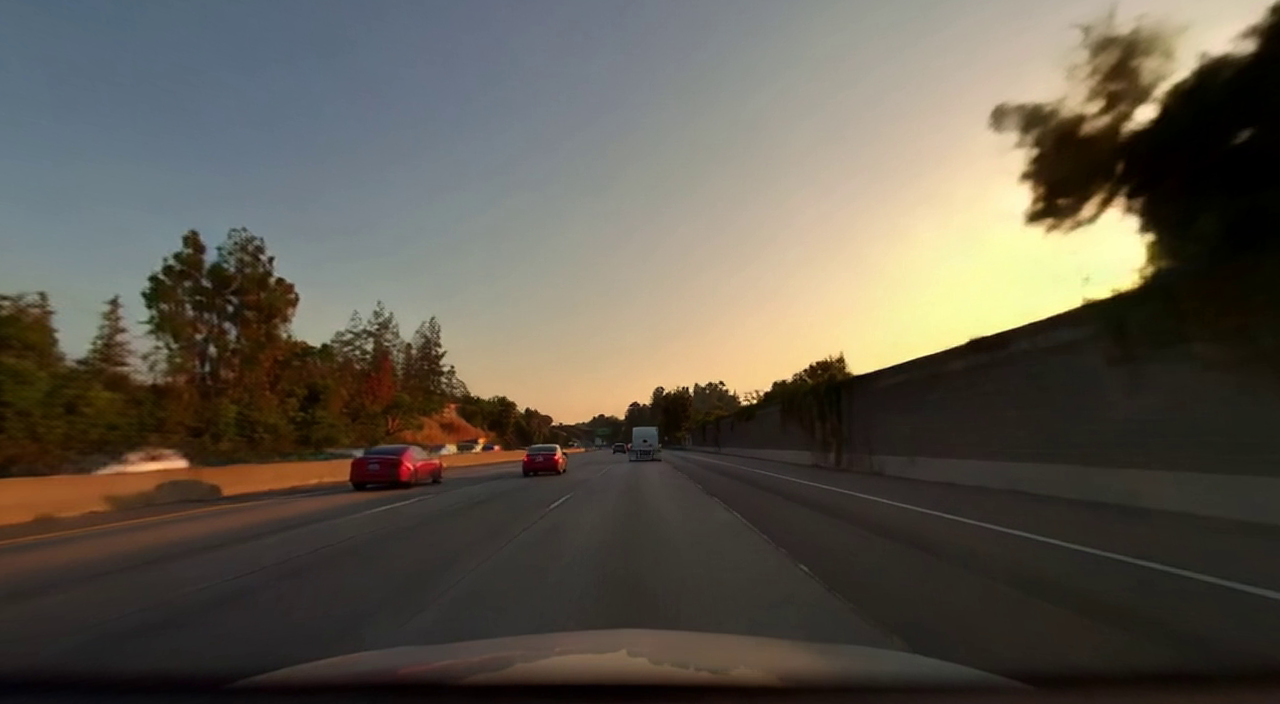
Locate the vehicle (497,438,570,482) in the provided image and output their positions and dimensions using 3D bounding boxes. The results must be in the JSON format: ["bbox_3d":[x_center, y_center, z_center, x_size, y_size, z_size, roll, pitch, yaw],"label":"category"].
[{"bbox_3d":[-3.961,4.089,24.164,2.000,1.512,4.371,0,-8,0],"label":"vehicle"}]

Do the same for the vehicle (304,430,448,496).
[{"bbox_3d":[-7.538,3.218,18.622,2.189,1.673,4.699,0,-8,0],"label":"vehicle"}]

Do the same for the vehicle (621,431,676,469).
[{"bbox_3d":[0.422,5.528,35.572,2.856,1.994,4.931,0,-8,-1],"label":"vehicle"}]

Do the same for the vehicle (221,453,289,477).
[{"bbox_3d":[-27.881,8.188,45.781,1.864,1.548,4.753,0,-8,0],"label":"vehicle"}]

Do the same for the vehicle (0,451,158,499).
[{"bbox_3d":[-20.893,4.529,23.597,1.886,1.543,4.774,0,-8,0],"label":"vehicle"}]
